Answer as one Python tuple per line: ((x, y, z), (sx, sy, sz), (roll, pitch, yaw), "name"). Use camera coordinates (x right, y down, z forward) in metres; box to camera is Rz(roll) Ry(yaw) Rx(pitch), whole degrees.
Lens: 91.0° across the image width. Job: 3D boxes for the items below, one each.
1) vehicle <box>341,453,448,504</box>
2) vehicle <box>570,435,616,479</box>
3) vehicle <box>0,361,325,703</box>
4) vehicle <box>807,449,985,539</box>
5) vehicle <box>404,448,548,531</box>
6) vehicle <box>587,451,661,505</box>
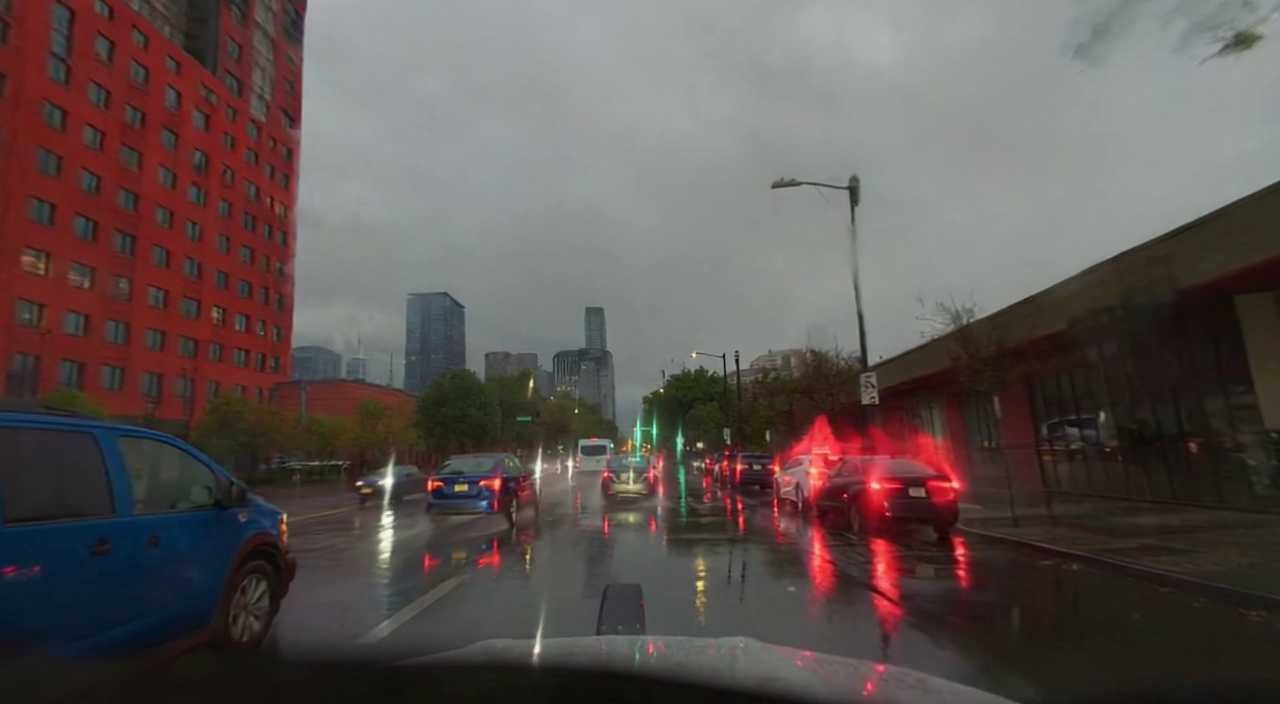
((-9.330, 4.815, 24.485), (2.099, 1.730, 4.829), (0, -9, 1), "vehicle")
((-3.289, 7.585, 45.903), (2.609, 2.932, 6.810), (0, -9, 1), "vehicle")
((-3.736, 0.962, 2.844), (2.140, 1.768, 4.685), (0, -9, 0), "vehicle")
((4.889, 2.732, 12.762), (1.832, 1.491, 4.054), (1, -9, -1), "vehicle")
((-3.494, 2.997, 14.420), (1.995, 1.554, 4.426), (0, -9, 2), "vehicle")
((-0.426, 3.999, 20.441), (2.152, 1.518, 4.113), (0, -9, 1), "vehicle")
